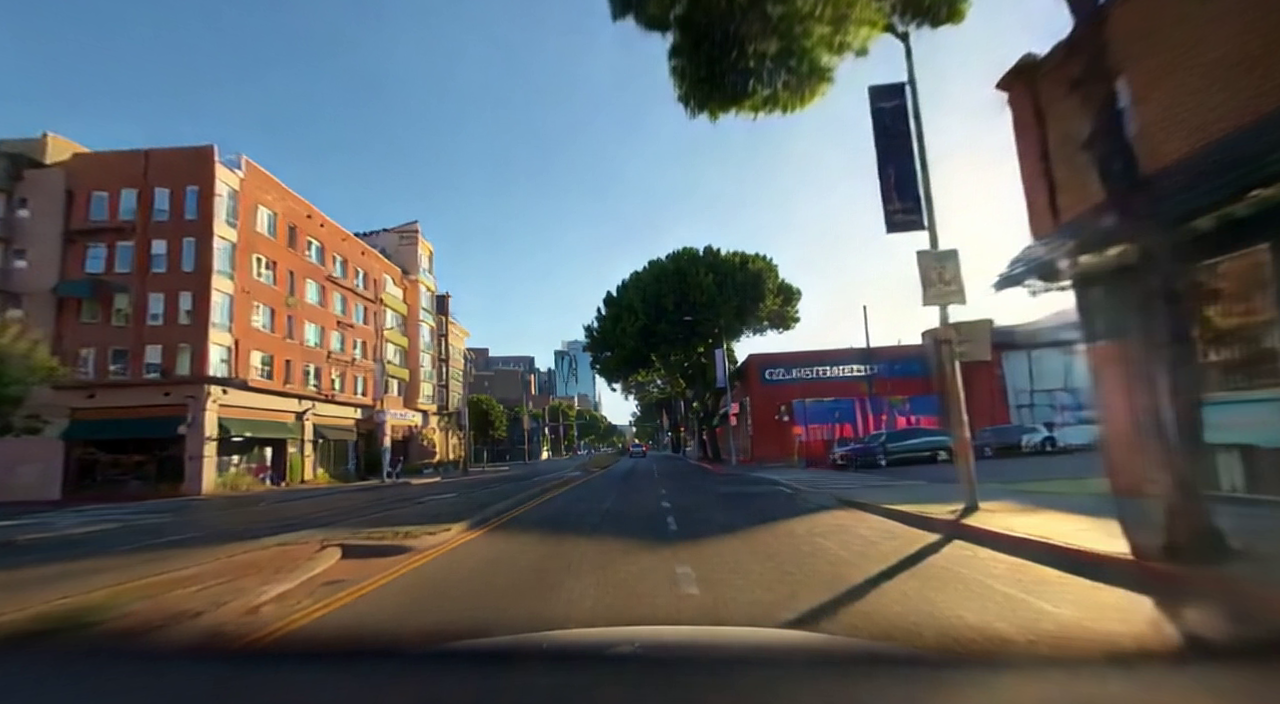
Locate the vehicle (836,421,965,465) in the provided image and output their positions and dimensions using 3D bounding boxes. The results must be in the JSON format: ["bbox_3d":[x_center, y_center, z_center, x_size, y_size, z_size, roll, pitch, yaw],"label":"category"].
[{"bbox_3d":[11.267,4.017,27.682,4.694,1.826,2.226,-1,-9,8],"label":"vehicle"}]
